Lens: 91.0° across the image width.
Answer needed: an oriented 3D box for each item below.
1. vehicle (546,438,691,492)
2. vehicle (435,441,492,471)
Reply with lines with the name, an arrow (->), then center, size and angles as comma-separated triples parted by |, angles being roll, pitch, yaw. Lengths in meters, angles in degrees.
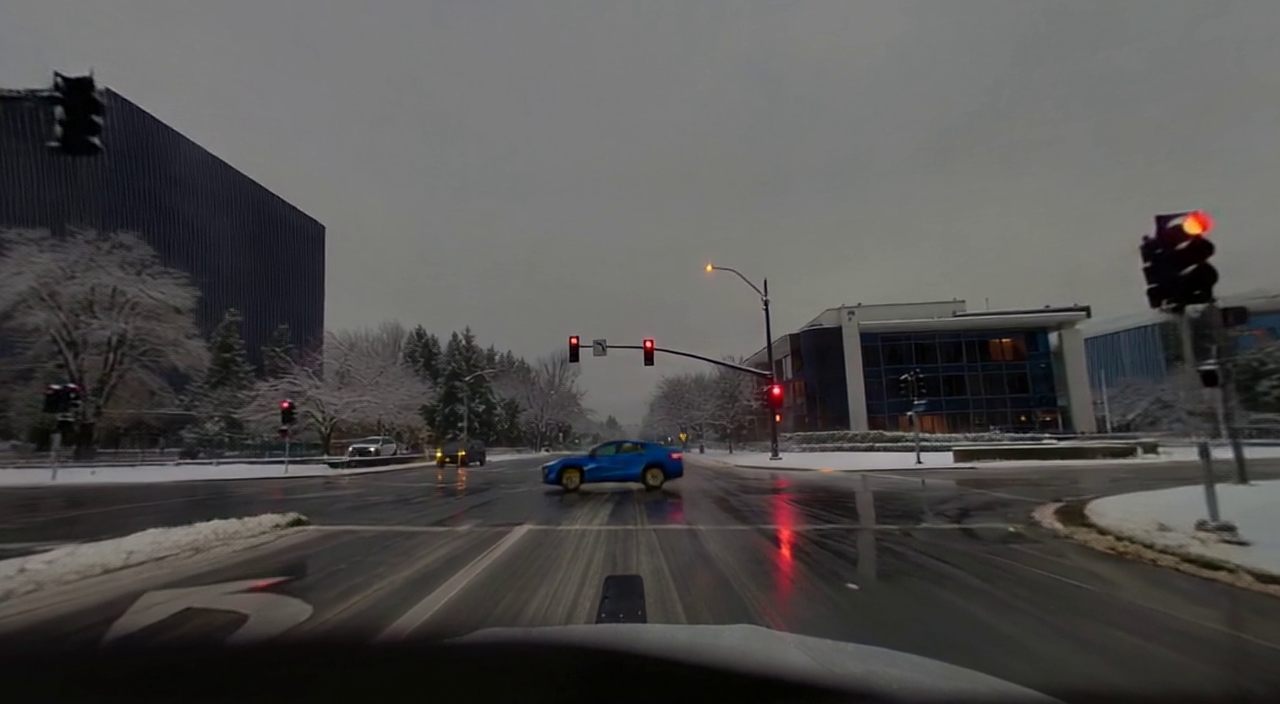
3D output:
vehicle -> -0.711, 3.604, 20.382 | 4.218, 1.572, 2.065 | 4, -9, -22
vehicle -> -11.490, 6.808, 41.392 | 2.069, 1.771, 4.947 | 0, -9, 3
